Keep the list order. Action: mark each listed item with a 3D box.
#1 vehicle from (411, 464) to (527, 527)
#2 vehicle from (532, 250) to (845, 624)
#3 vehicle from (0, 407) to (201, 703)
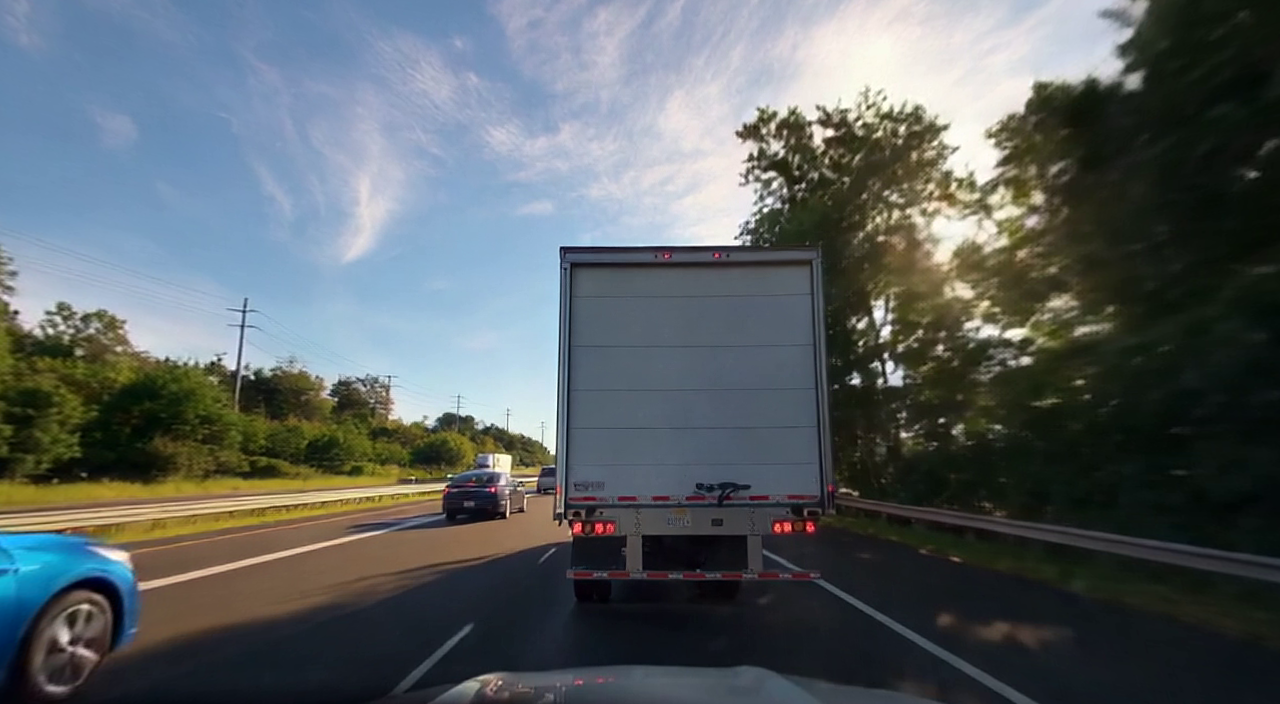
[{"bbox_3d":[-4.507,3.864,17.361,1.891,1.469,4.431,1,-11,0],"label":"vehicle"},{"bbox_3d":[0.596,1.506,10.299,2.831,3.529,8.689,0,-11,2],"label":"vehicle"},{"bbox_3d":[-3.965,0.813,1.668,1.983,1.575,4.973,1,-11,0],"label":"vehicle"}]
